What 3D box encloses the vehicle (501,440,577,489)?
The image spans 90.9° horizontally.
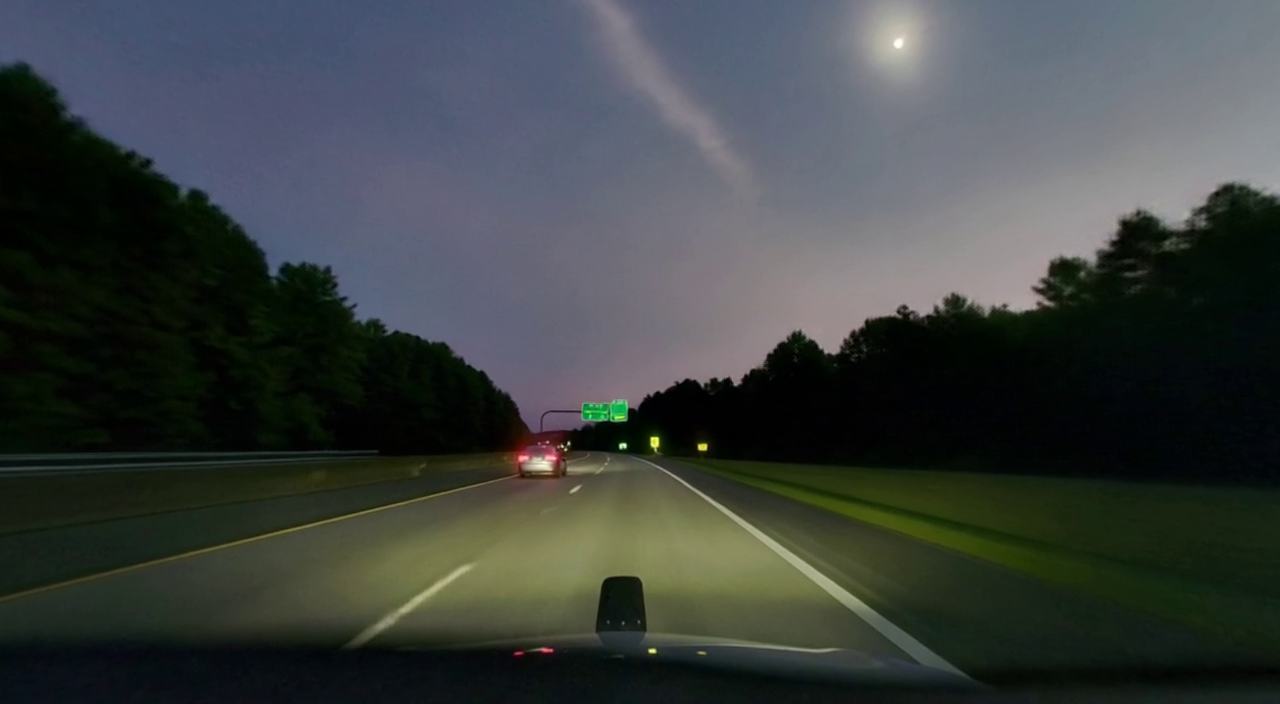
[{"bbox_3d":[-3.403,3.864,22.000,1.990,1.532,3.911,0,-9,0],"label":"vehicle"}]
